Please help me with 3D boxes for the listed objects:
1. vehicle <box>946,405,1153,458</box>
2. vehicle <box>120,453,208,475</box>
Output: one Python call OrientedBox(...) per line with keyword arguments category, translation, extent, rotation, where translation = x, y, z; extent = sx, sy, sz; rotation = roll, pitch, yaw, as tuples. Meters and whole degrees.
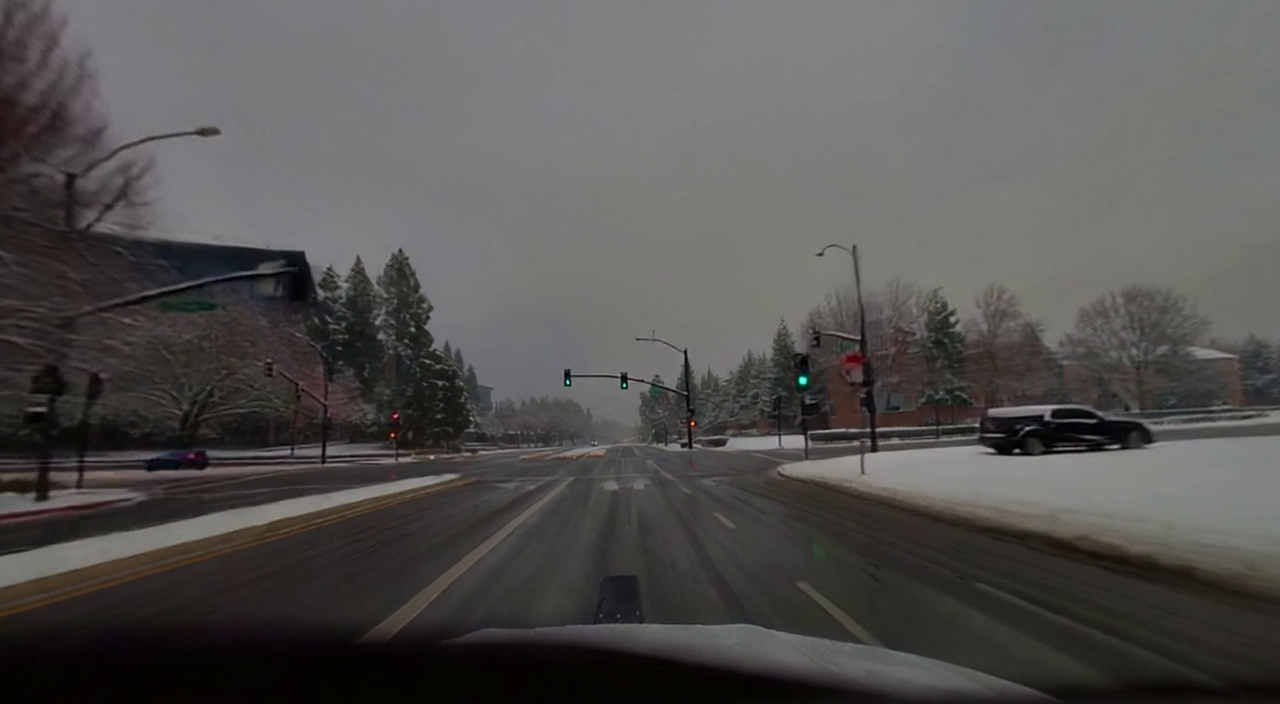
OrientedBox(category="vehicle", translation=(11.882, 2.354, 18.632), extent=(4.670, 1.476, 2.042), rotation=(0, -8, -1))
OrientedBox(category="vehicle", translation=(-34.546, 8.140, 46.007), extent=(4.660, 1.478, 2.007), rotation=(0, -8, -3))
